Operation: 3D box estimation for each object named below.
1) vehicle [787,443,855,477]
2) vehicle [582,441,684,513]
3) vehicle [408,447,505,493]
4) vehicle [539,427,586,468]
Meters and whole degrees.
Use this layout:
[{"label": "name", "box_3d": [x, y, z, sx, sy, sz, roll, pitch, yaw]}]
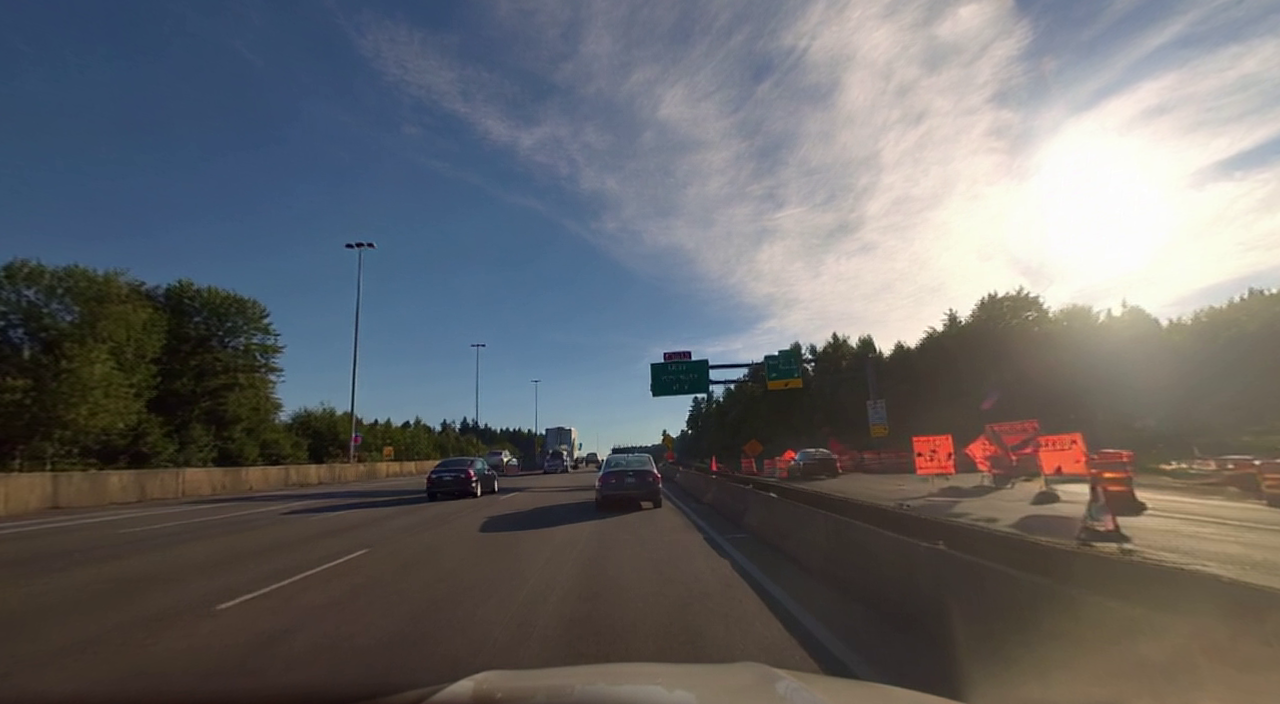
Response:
[{"label": "vehicle", "box_3d": [8.317, 4.979, 29.186, 1.871, 1.460, 3.754, 0, -9, -3]}, {"label": "vehicle", "box_3d": [-0.194, 2.828, 14.665, 2.080, 1.451, 3.512, 0, -9, -2]}, {"label": "vehicle", "box_3d": [-6.161, 3.987, 21.639, 2.063, 1.417, 4.000, 0, -9, 1]}, {"label": "vehicle", "box_3d": [-5.285, 6.702, 44.102, 2.326, 2.645, 6.249, -1, -9, 2]}]
